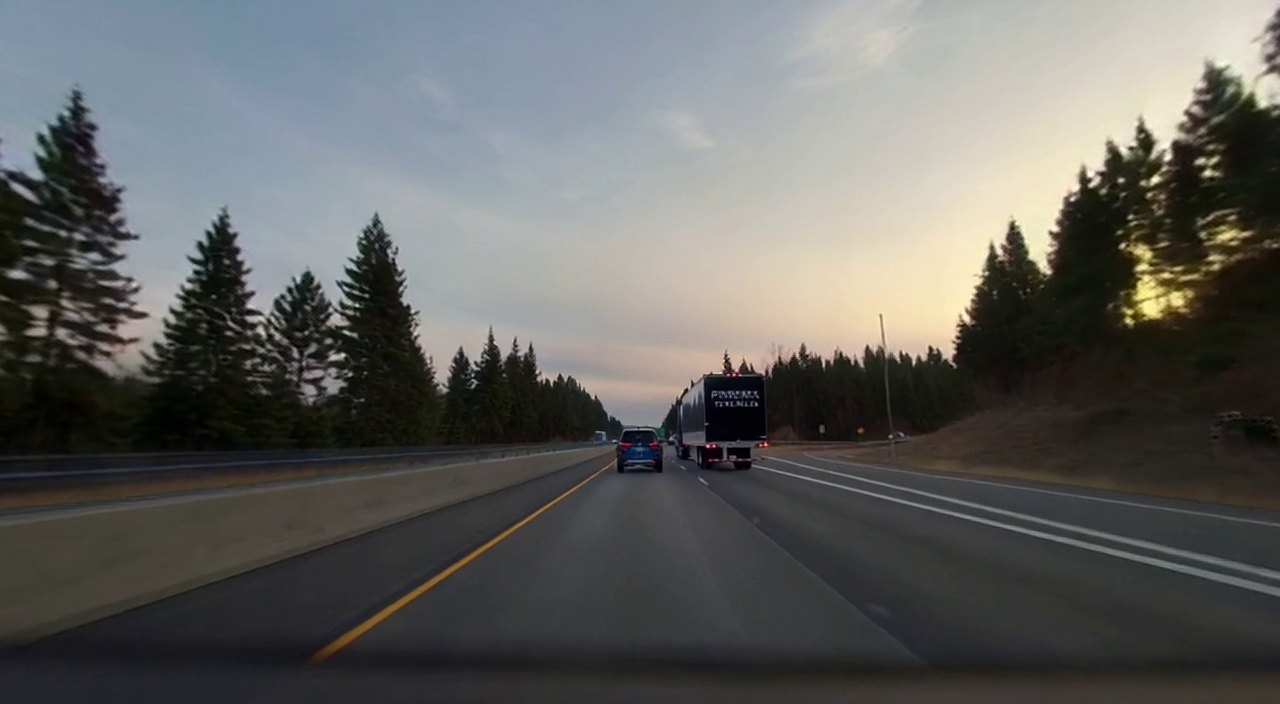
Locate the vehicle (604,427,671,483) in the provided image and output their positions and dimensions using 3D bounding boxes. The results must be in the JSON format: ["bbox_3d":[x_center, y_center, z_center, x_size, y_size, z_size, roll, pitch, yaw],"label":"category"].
[{"bbox_3d":[-0.100,3.815,23.554,2.222,1.848,4.610,0,-8,0],"label":"vehicle"}]

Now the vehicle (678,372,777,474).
[{"bbox_3d":[4.075,4.120,34.146,2.899,4.160,16.621,0,-8,0],"label":"vehicle"}]
